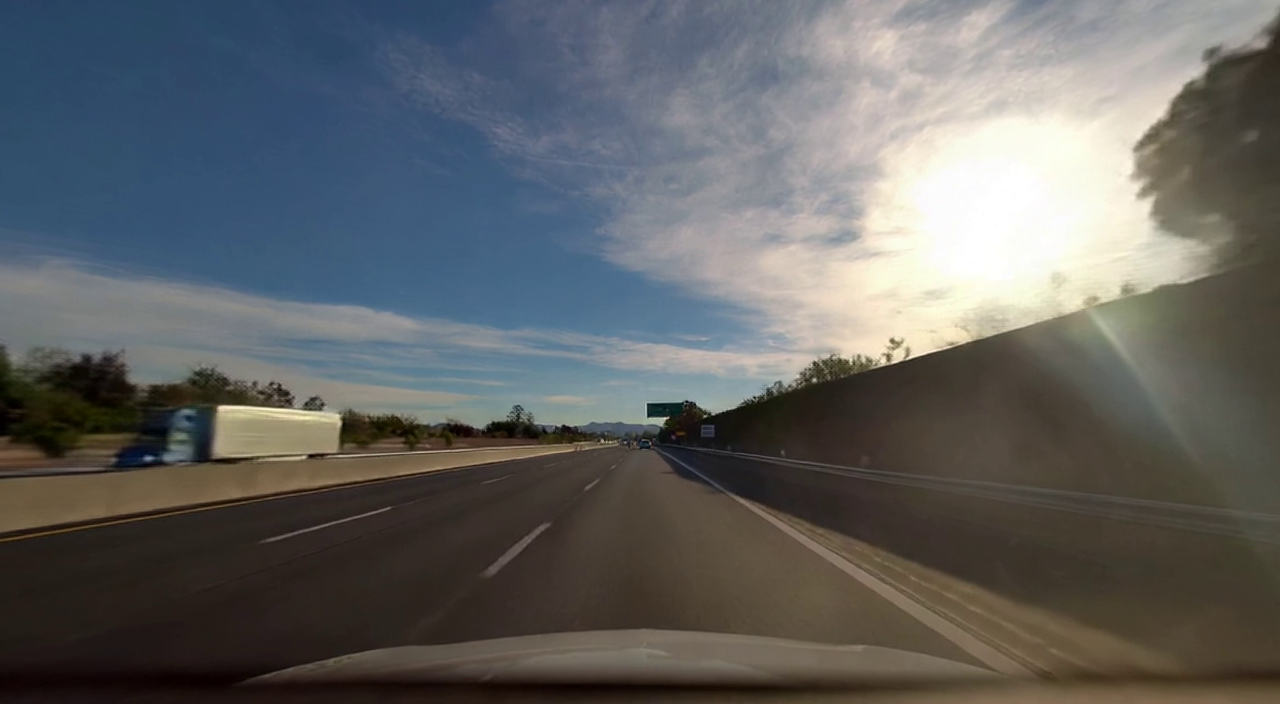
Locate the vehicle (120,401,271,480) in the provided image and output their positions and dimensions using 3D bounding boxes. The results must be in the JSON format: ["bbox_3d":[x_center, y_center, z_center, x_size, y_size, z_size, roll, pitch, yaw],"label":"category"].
[{"bbox_3d":[-22.589,4.565,32.480,3.022,3.619,6.249,0,-8,1],"label":"vehicle"}]

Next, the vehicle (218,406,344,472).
[{"bbox_3d":[-22.504,5.546,40.194,2.892,3.760,8.321,0,-8,2],"label":"vehicle"}]
